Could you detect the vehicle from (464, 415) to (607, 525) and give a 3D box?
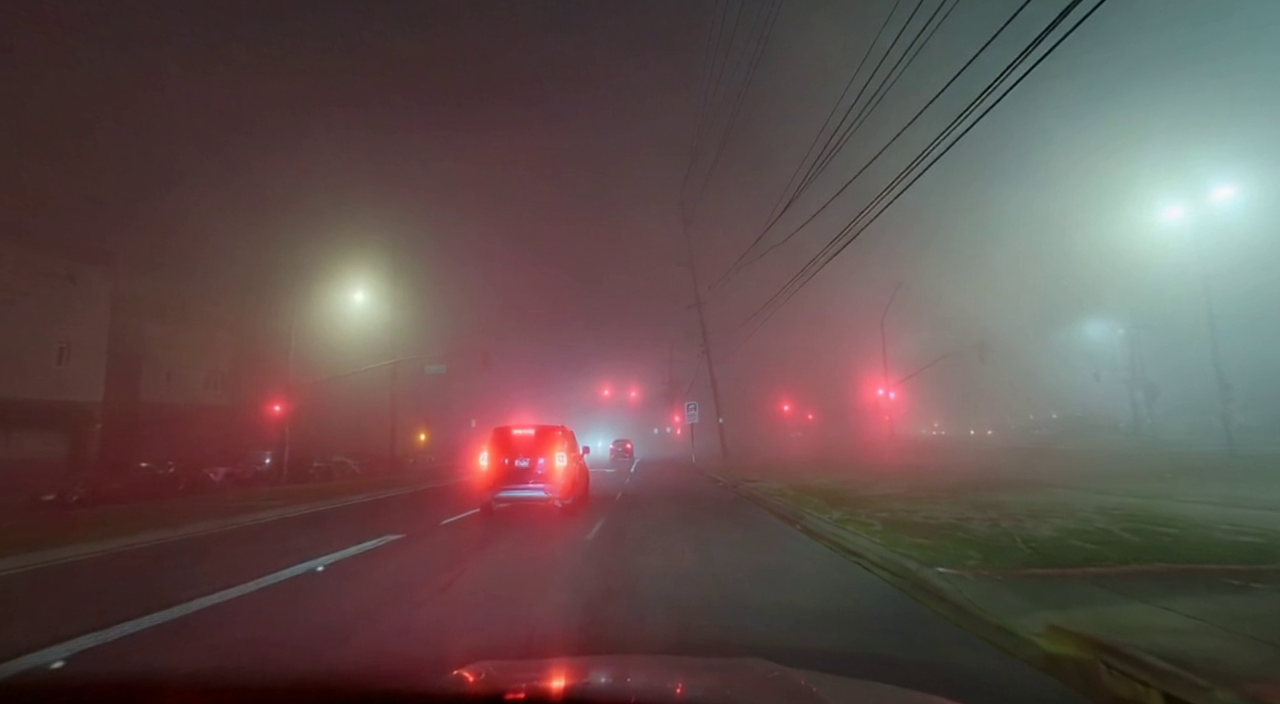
[{"bbox_3d":[-1.785,2.215,12.277,2.022,1.757,4.041,0,-9,1],"label":"vehicle"}]

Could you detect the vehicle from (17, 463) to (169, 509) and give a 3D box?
[{"bbox_3d":[-20.224,4.947,23.682,1.790,1.415,4.450,0,-9,-2],"label":"vehicle"}]

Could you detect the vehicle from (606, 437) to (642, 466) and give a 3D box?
[{"bbox_3d":[-0.939,6.157,39.297,2.144,1.681,3.855,0,-9,0],"label":"vehicle"}]

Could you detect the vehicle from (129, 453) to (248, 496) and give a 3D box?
[{"bbox_3d":[-20.140,5.453,28.471,1.989,1.689,4.388,0,-9,2],"label":"vehicle"}]

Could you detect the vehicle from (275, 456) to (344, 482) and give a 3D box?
[{"bbox_3d":[-20.148,7.107,38.734,1.826,1.430,4.426,0,-9,0],"label":"vehicle"}]
